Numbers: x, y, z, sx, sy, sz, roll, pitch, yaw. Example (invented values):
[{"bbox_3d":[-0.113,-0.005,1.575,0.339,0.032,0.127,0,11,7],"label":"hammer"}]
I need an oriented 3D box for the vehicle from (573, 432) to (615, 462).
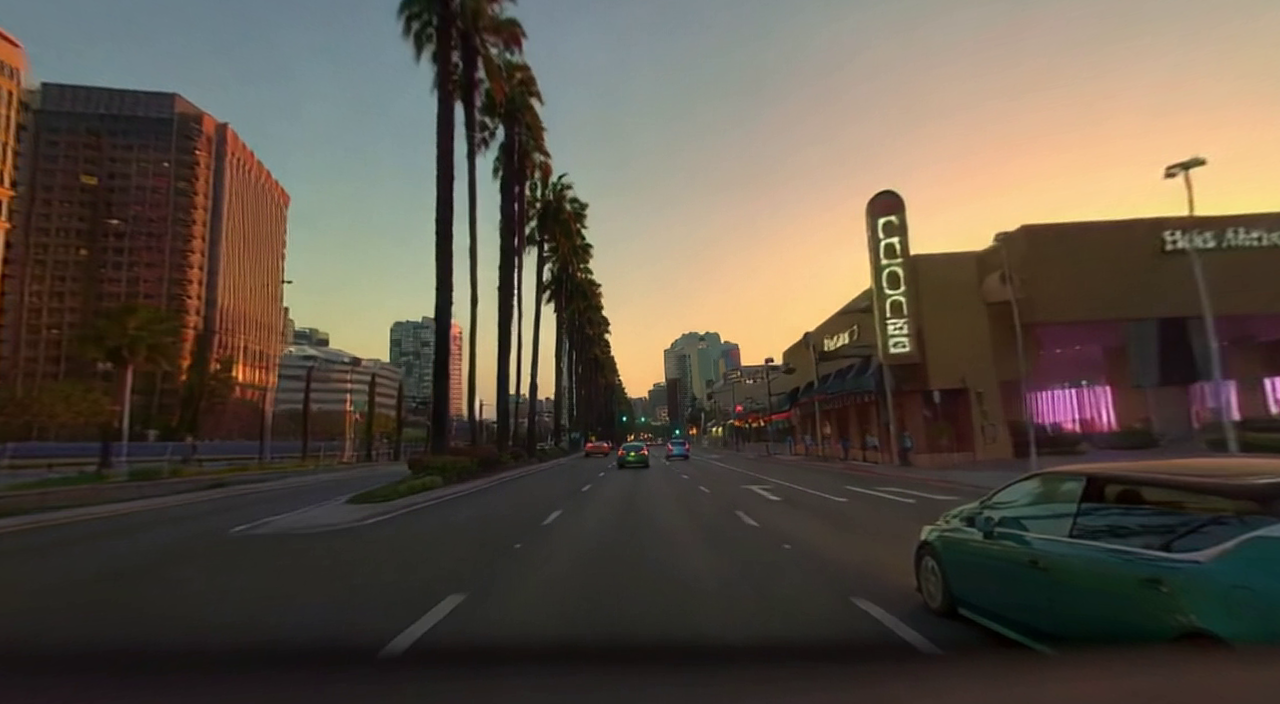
[{"bbox_3d":[-3.338,7.136,47.436,2.672,2.064,5.681,0,-9,0],"label":"vehicle"}]

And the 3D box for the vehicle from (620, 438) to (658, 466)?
[{"bbox_3d":[-0.027,6.128,38.817,2.160,1.615,4.117,0,-9,1],"label":"vehicle"}]
